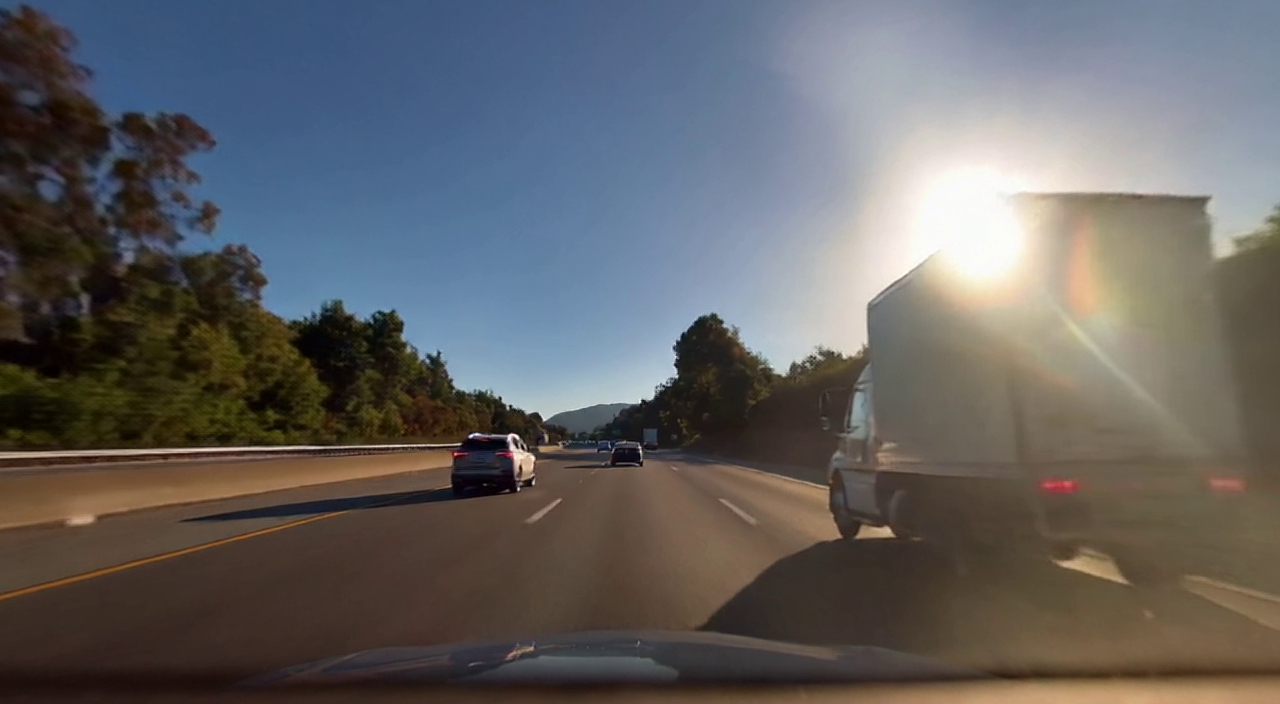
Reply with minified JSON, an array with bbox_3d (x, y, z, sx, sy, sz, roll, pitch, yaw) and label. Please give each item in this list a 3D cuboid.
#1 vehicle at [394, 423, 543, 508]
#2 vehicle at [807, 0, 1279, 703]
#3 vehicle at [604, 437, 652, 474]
[{"bbox_3d":[-3.876,2.656,15.234,2.264,1.699,4.648,0,-8,0],"label":"vehicle"},{"bbox_3d":[3.957,-0.453,1.940,2.946,4.111,14.652,0,-8,0],"label":"vehicle"},{"bbox_3d":[-0.539,4.768,29.146,2.048,1.563,4.087,0,-8,-1],"label":"vehicle"}]
